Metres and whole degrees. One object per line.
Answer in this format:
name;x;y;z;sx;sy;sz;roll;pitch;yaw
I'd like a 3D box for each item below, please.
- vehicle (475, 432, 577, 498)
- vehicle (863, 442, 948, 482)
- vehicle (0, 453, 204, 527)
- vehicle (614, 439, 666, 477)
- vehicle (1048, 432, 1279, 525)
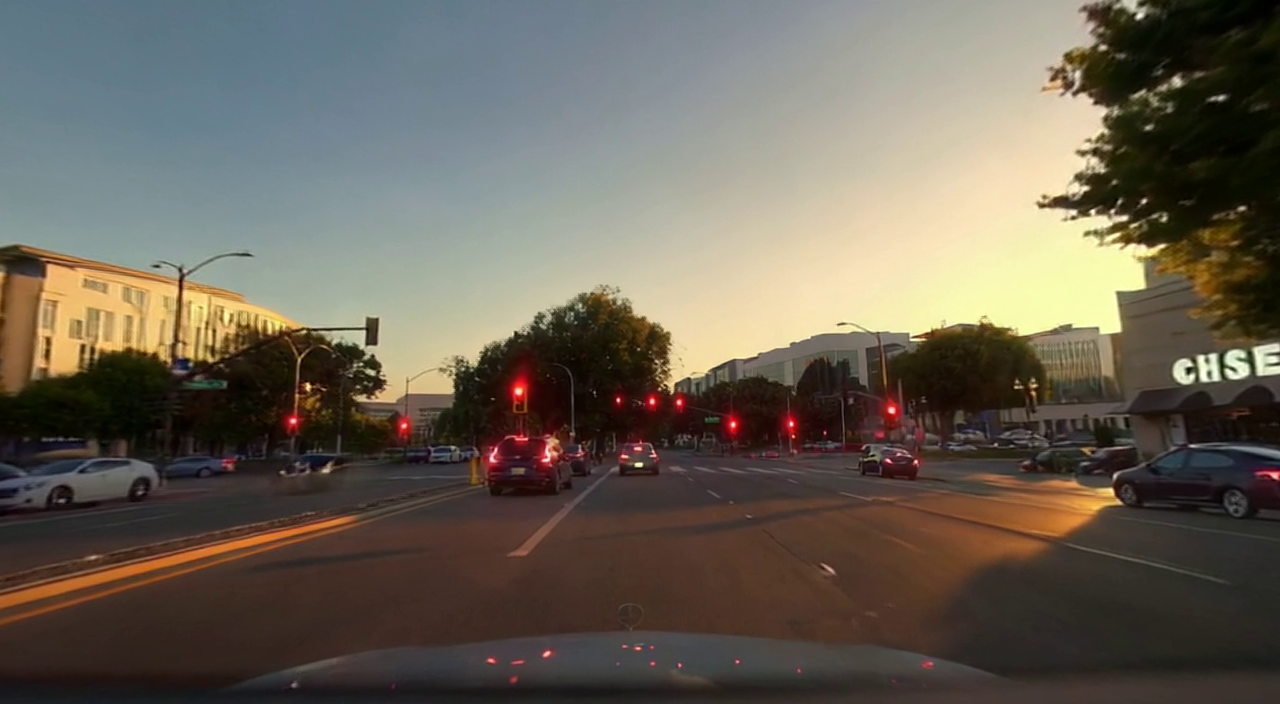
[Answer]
vehicle;-3.187;3.256;18.652;2.057;1.678;4.639;0;-8;1
vehicle;11.151;4.613;26.802;1.935;1.435;4.141;3;-8;1
vehicle;-12.898;3.129;14.748;4.481;1.455;2.068;-3;-9;19
vehicle;0.000;4.541;27.194;2.059;1.477;3.988;0;-8;0
vehicle;10.397;2.358;12.339;1.936;1.474;4.331;0;-8;0
